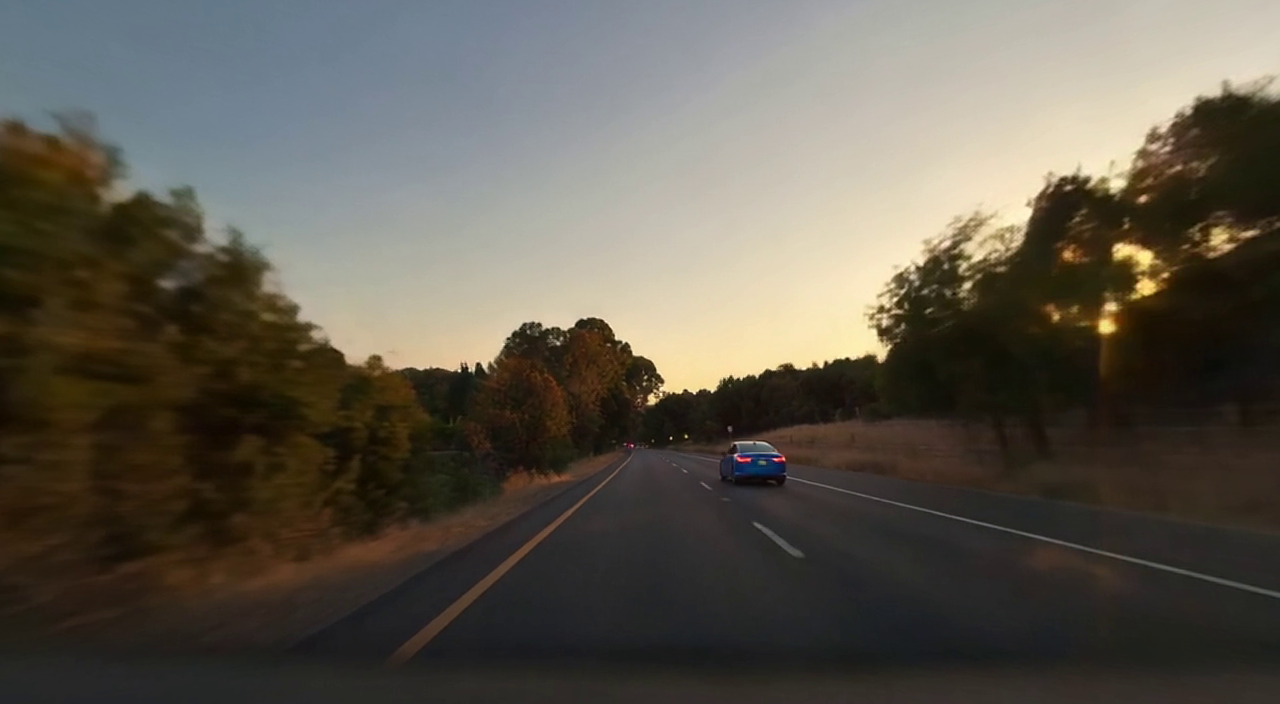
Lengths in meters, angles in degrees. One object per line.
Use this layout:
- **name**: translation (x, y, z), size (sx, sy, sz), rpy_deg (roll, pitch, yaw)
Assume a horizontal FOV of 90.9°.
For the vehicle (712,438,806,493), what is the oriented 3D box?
- **vehicle**: translation (3.464, 3.414, 19.318), size (2.003, 1.466, 4.441), rpy_deg (0, -8, 0)
